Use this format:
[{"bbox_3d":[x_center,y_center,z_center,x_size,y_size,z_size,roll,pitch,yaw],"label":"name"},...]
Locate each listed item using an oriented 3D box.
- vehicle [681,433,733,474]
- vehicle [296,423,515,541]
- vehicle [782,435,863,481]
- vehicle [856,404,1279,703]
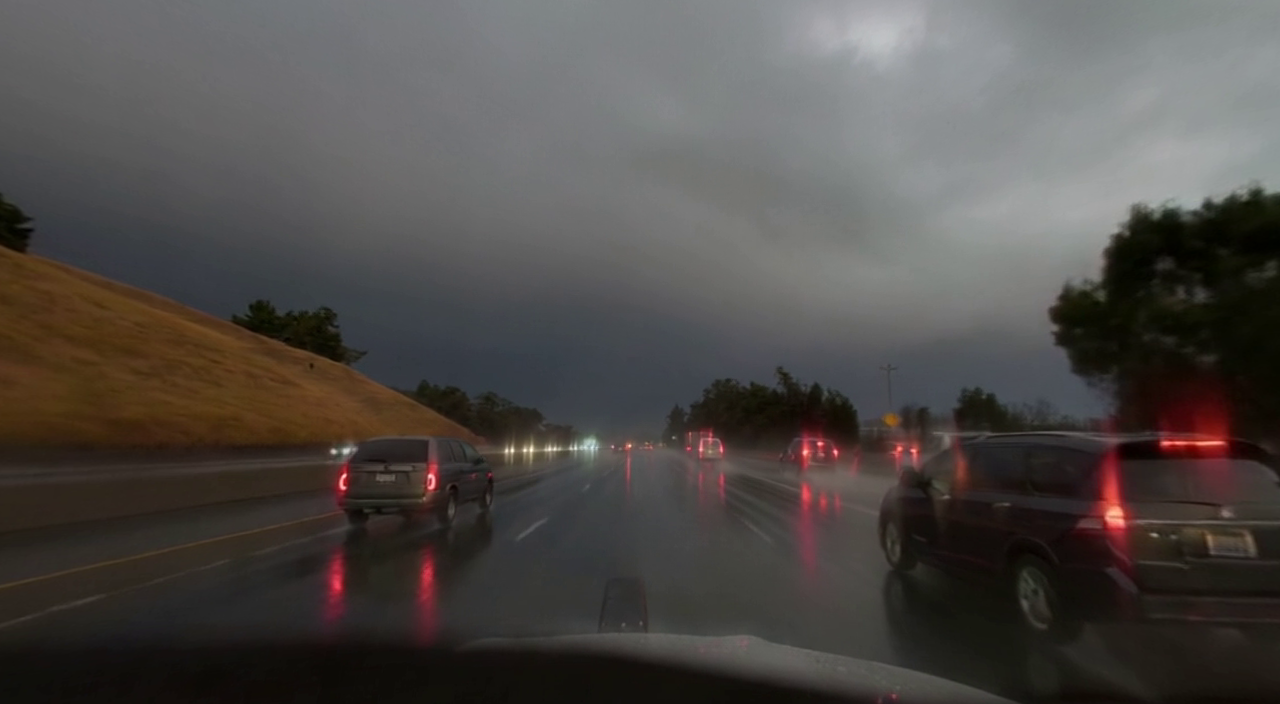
[{"bbox_3d":[3.394,5.261,32.828,2.121,1.925,5.056,0,-8,0],"label":"vehicle"},{"bbox_3d":[-3.823,2.200,11.334,2.166,1.672,4.388,0,-8,1],"label":"vehicle"},{"bbox_3d":[7.406,4.349,26.072,1.998,1.717,4.338,0,-8,0],"label":"vehicle"},{"bbox_3d":[3.398,1.282,4.895,1.941,1.481,4.300,0,-8,0],"label":"vehicle"}]
